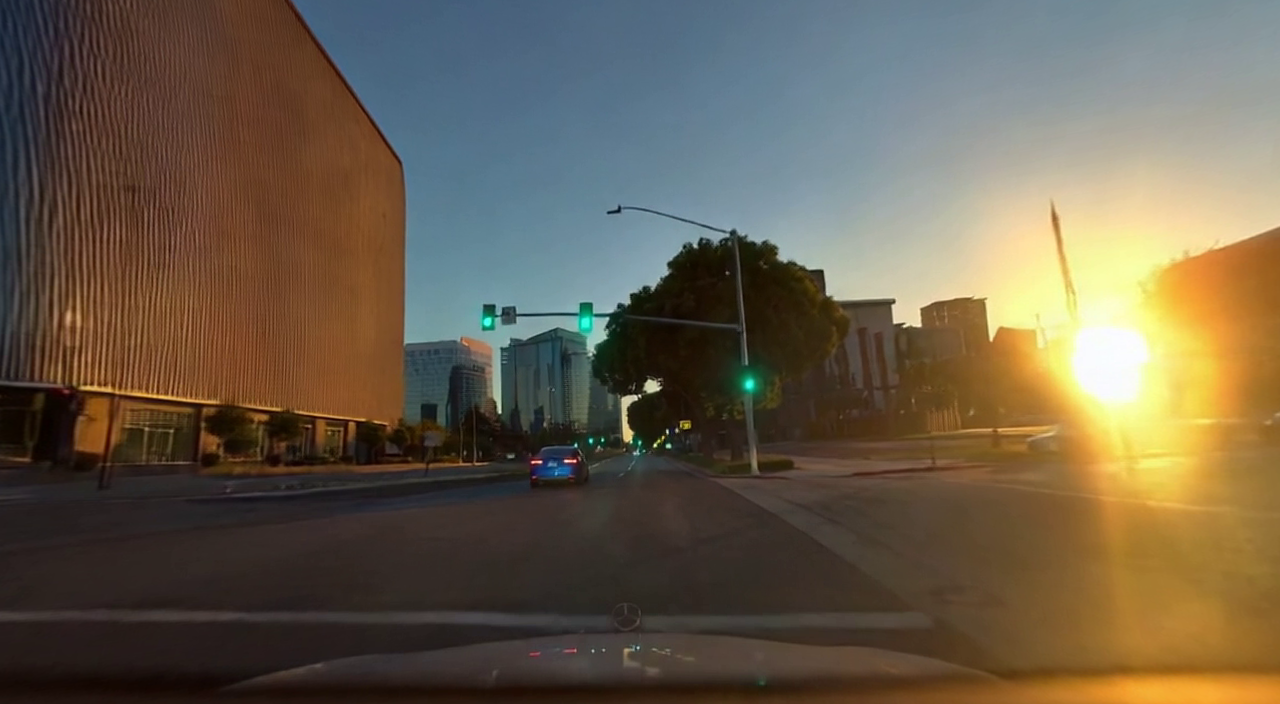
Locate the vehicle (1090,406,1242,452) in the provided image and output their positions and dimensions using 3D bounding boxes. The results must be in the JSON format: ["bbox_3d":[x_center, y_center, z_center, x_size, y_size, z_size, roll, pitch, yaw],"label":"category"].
[{"bbox_3d":[19.291,2.907,23.385,2.004,1.530,4.158,0,-9,0],"label":"vehicle"}]

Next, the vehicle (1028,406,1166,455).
[{"bbox_3d":[16.699,2.958,23.327,1.851,1.594,4.324,0,-9,0],"label":"vehicle"}]

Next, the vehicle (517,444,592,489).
[{"bbox_3d":[-3.004,4.132,23.107,1.971,1.486,4.380,-1,-9,3],"label":"vehicle"}]
